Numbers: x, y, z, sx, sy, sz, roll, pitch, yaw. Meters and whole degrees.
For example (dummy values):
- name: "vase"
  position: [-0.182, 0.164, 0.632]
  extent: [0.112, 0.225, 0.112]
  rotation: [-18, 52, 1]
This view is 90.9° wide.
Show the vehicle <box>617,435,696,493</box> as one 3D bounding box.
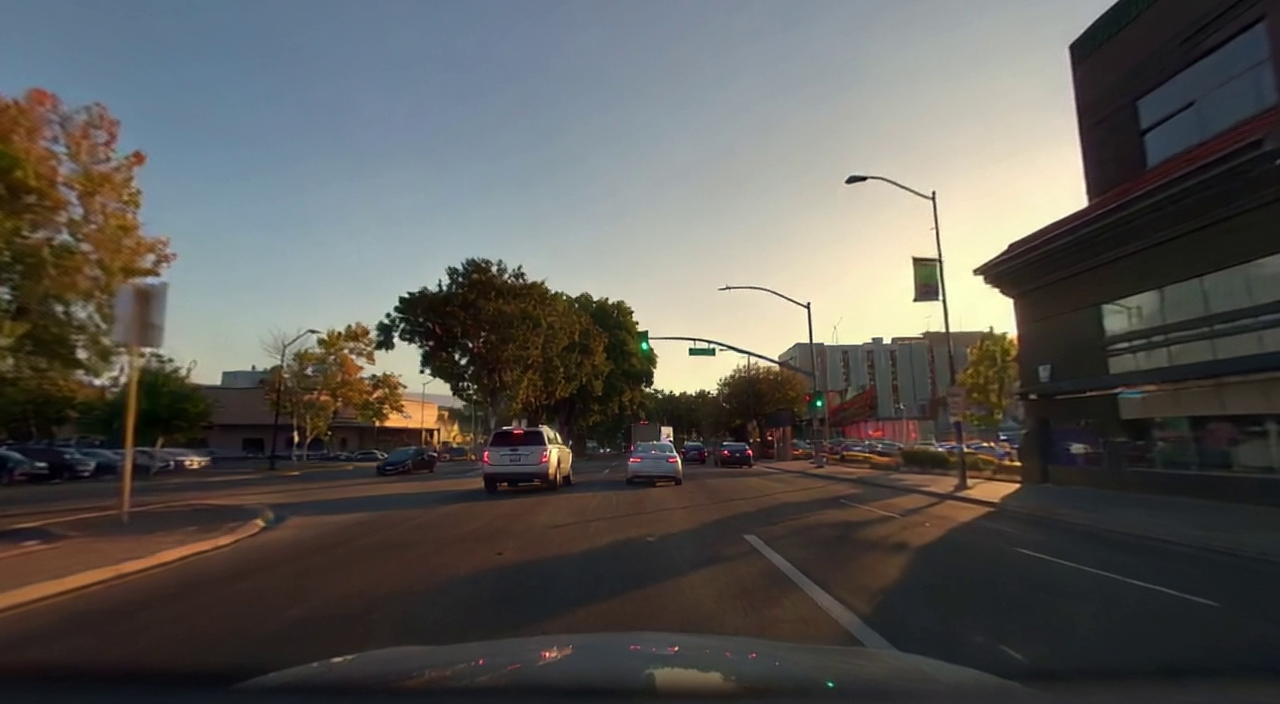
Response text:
- name: "vehicle"
  position: [0.414, 3.224, 18.500]
  extent: [2.061, 1.494, 4.079]
  rotation: [0, -8, 0]

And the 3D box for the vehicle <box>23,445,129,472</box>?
- name: "vehicle"
  position: [-30.771, 5.798, 34.458]
  extent: [3.979, 1.442, 1.793]
  rotation: [0, -8, 0]

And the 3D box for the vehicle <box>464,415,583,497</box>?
- name: "vehicle"
  position: [-3.012, 2.862, 17.642]
  extent: [2.289, 1.935, 5.227]
  rotation: [0, -8, 0]

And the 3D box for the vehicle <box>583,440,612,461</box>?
- name: "vehicle"
  position: [-3.160, 7.365, 47.191]
  extent: [1.902, 1.522, 3.523]
  rotation: [0, -8, 0]

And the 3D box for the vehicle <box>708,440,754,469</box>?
- name: "vehicle"
  position: [5.004, 5.675, 35.192]
  extent: [1.900, 1.507, 4.151]
  rotation: [0, -8, 0]

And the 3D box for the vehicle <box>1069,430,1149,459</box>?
- name: "vehicle"
  position: [32.871, 6.439, 44.130]
  extent: [5.720, 1.822, 2.307]
  rotation: [3, -9, -30]
